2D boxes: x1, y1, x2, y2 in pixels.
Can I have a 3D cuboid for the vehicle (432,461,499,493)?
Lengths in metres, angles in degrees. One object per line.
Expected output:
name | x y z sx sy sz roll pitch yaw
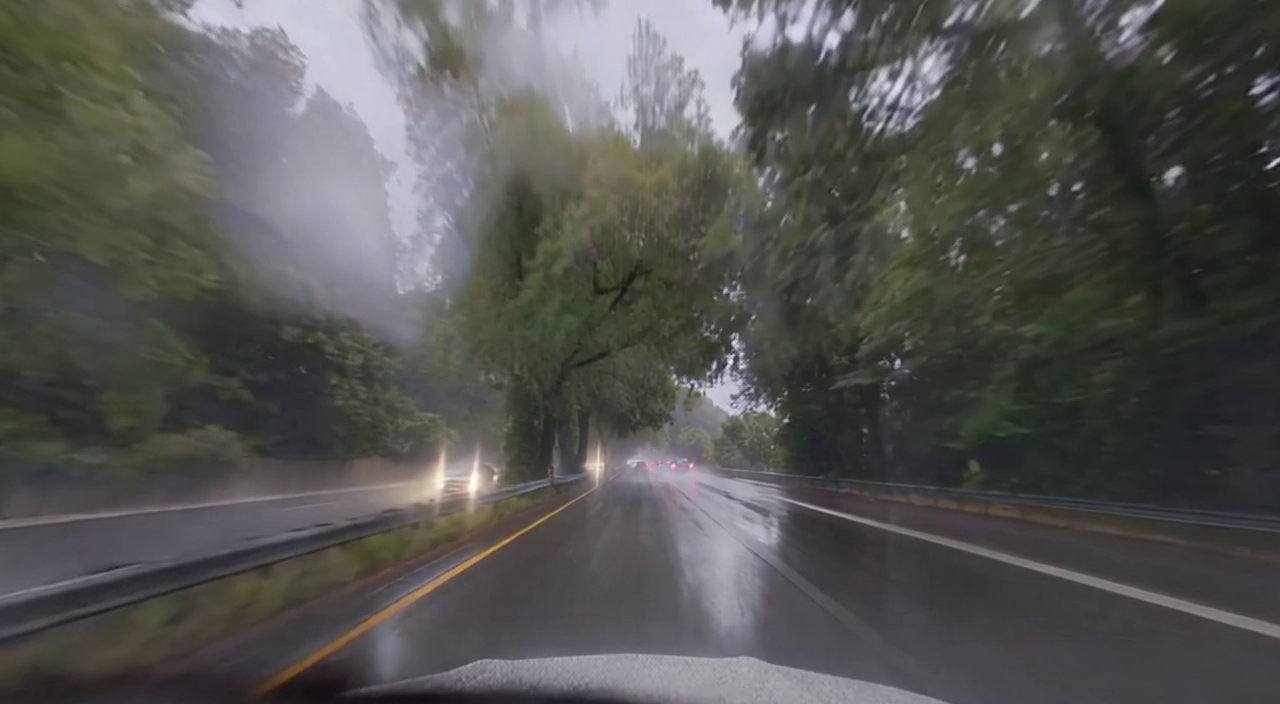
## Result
vehicle | -8.512 6.141 31.158 1.980 1.438 4.437 1 -10 0
